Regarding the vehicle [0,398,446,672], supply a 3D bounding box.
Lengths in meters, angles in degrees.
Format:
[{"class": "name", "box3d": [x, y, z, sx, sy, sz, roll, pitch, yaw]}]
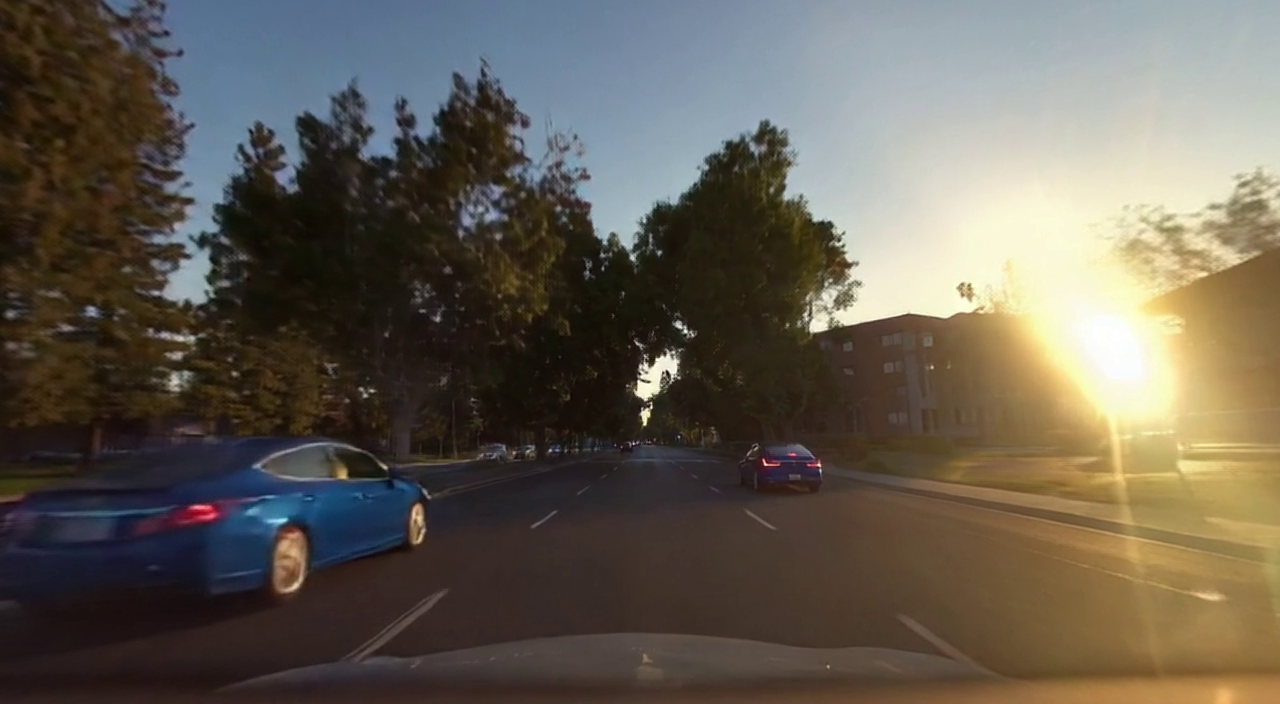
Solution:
[{"class": "vehicle", "box3d": [-3.471, 1.323, 5.671, 2.001, 1.504, 4.212, 0, -8, 1]}]

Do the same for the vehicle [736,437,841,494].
[{"class": "vehicle", "box3d": [4.191, 3.270, 18.608, 1.977, 1.474, 4.399, 0, -8, -1]}]
